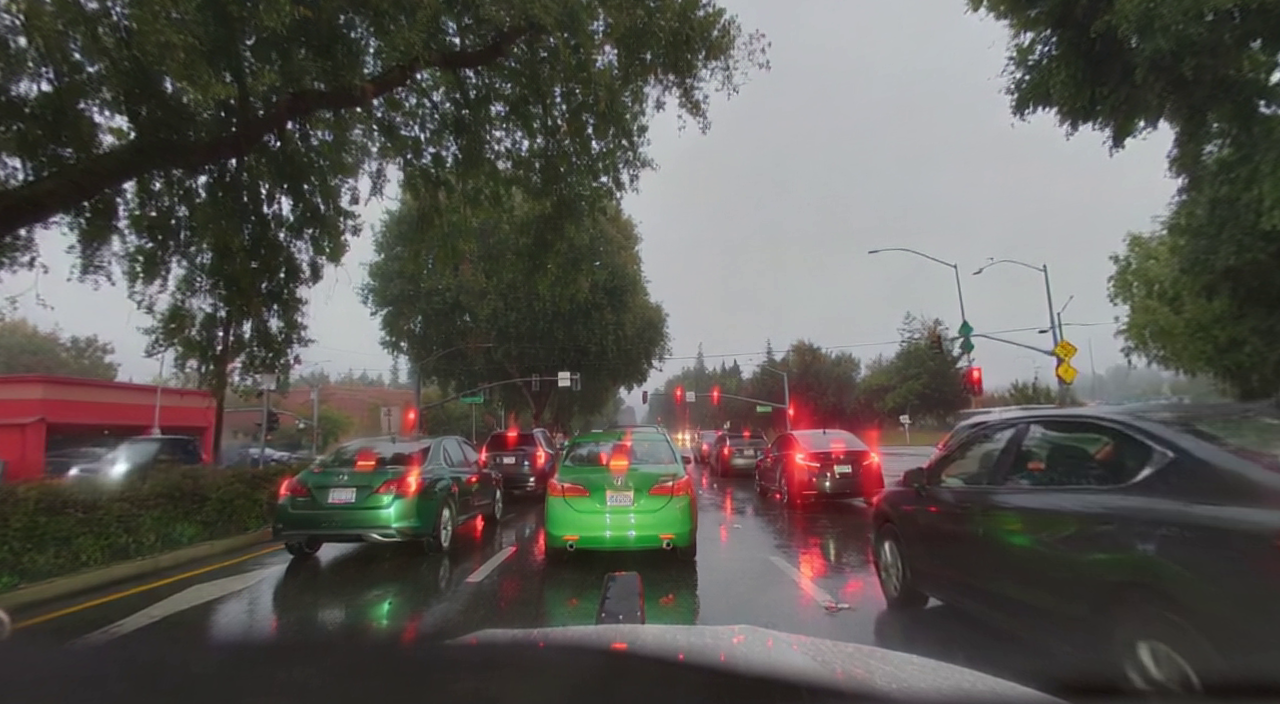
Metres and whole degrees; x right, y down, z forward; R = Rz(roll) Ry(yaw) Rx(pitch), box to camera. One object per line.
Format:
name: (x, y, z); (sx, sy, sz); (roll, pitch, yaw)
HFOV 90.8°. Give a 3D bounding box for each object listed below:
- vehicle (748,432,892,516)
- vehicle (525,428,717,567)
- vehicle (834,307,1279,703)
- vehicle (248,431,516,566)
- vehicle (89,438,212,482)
vehicle: (3.558, 2.471, 13.289); (1.880, 1.476, 3.932); (0, -8, 1)
vehicle: (-0.209, 1.836, 8.714); (2.041, 1.450, 3.847); (0, -8, 0)
vehicle: (2.998, 0.958, 3.573); (2.196, 1.676, 4.865); (0, -8, -1)
vehicle: (-3.207, 1.891, 8.949); (1.917, 1.441, 4.128); (-1, -8, 2)
vehicle: (-21.177, 4.661, 27.575); (2.132, 1.724, 4.001); (0, -8, 0)
